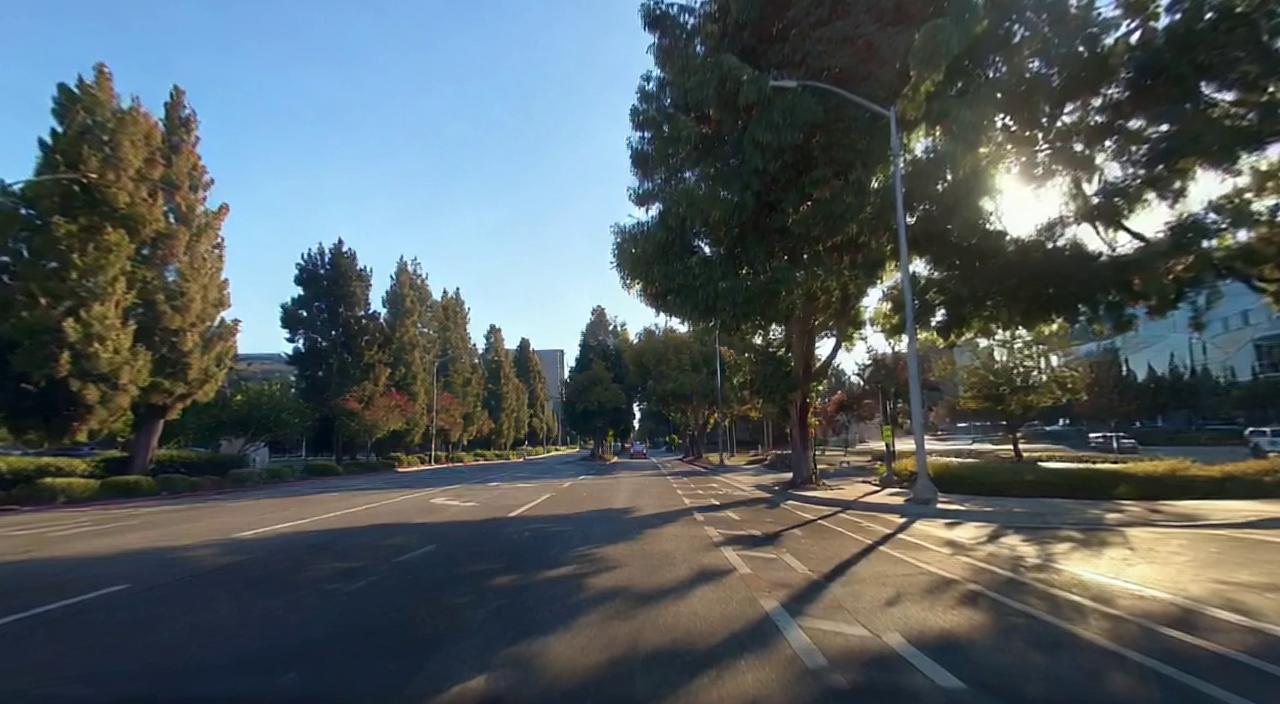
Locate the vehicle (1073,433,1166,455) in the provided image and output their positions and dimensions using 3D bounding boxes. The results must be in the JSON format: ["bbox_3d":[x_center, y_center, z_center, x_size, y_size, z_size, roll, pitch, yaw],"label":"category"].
[{"bbox_3d":[33.367,6.412,44.052,4.864,1.474,1.871,0,-8,2],"label":"vehicle"}]
